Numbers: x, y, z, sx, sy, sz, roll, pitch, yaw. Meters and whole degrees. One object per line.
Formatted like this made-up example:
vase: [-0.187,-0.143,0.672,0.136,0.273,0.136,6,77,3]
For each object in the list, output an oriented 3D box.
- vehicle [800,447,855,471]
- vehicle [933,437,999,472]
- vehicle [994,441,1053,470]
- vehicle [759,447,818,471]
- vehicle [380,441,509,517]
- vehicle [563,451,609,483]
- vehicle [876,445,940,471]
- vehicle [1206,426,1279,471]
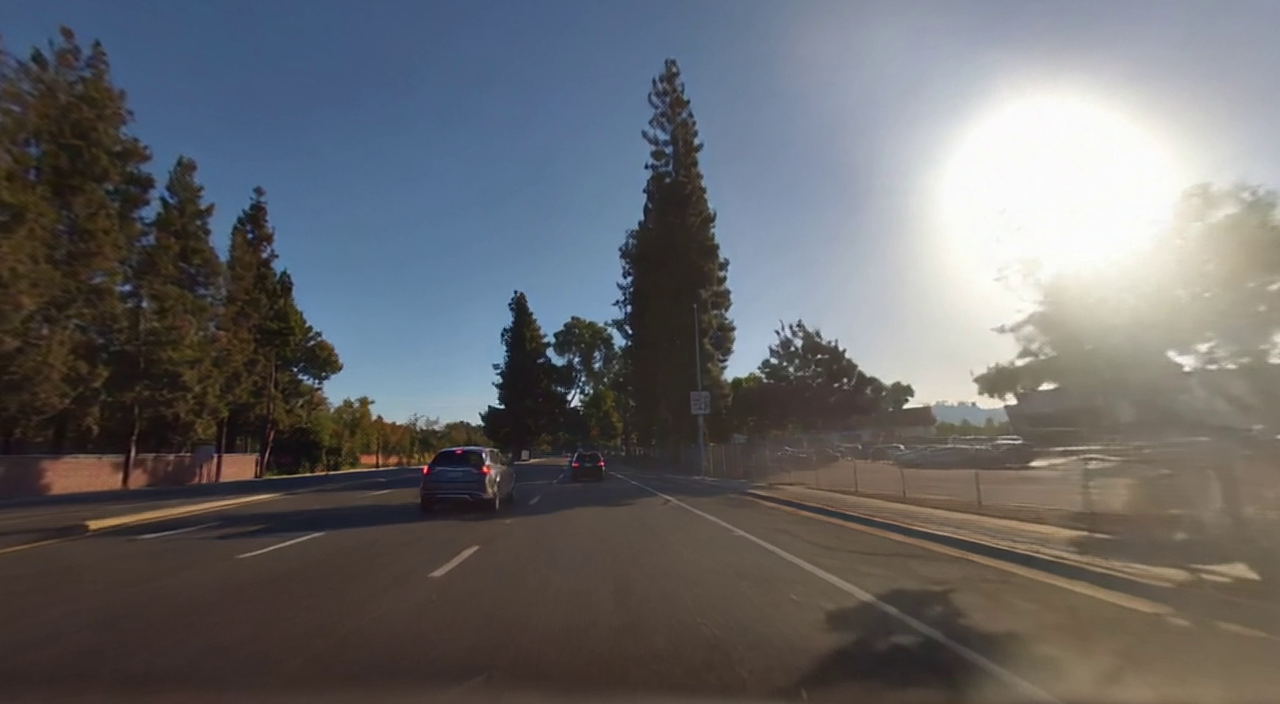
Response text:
vehicle: [12.036,6.828,40.415,2.131,1.437,4.325,-6,-11,33]
vehicle: [18.546,5.782,35.875,2.062,1.703,4.661,-12,-14,40]
vehicle: [20.625,5.539,33.917,1.934,1.423,4.008,-8,-12,40]
vehicle: [10.137,7.222,42.885,2.041,1.459,4.830,-7,-11,37]
vehicle: [-4.888,3.230,16.597,2.105,1.676,4.541,0,-9,-2]
vehicle: [-2.727,5.793,32.035,2.147,1.474,4.083,0,-9,-5]
vehicle: [15.919,6.236,37.411,2.048,1.392,4.562,-8,-12,41]
vehicle: [27.114,4.298,28.252,1.942,1.726,5.194,-11,-13,35]
